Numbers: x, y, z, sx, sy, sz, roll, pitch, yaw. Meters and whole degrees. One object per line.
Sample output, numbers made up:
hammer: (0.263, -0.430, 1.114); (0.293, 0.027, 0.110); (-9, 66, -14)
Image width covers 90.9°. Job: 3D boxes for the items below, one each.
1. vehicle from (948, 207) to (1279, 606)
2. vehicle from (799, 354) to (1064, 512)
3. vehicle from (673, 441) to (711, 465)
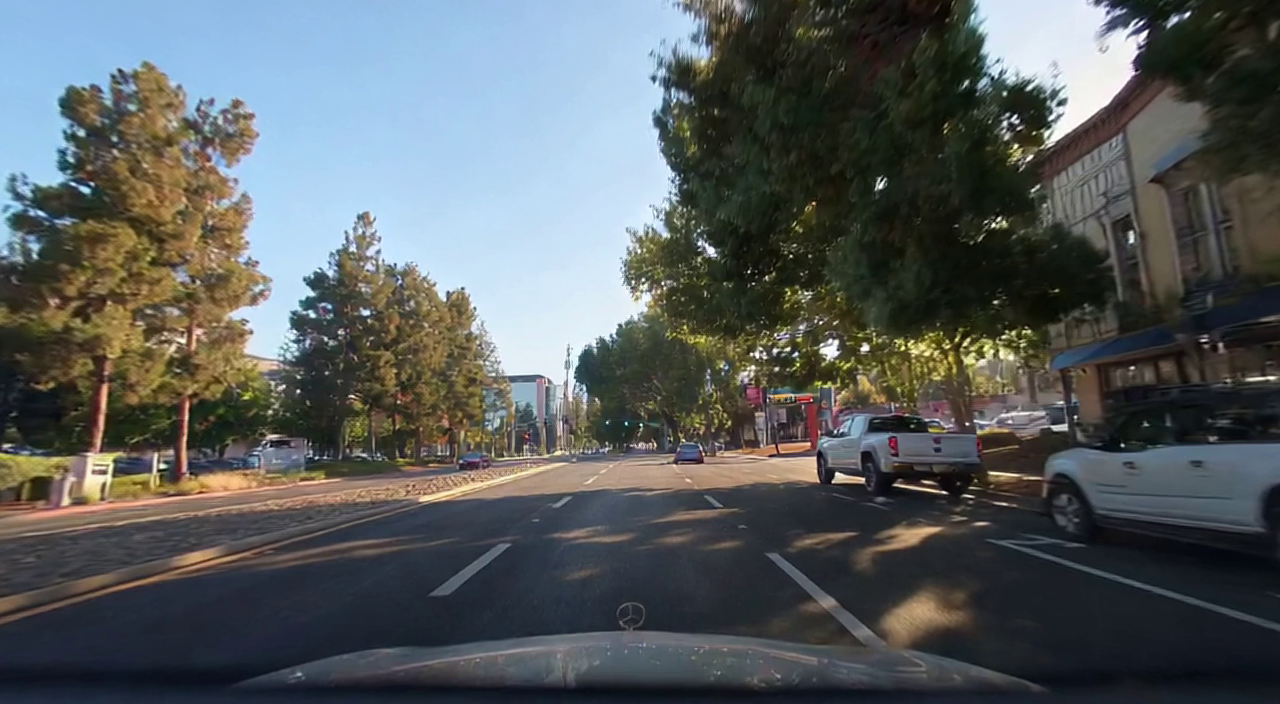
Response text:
vehicle: (6.777, 0.608, 6.352); (2.974, 3.265, 8.394); (0, -8, 0)
vehicle: (6.882, 2.226, 16.881); (3.013, 3.152, 8.476); (0, -8, 0)
vehicle: (3.250, 6.415, 40.220); (2.057, 1.470, 4.454); (0, -8, 0)
